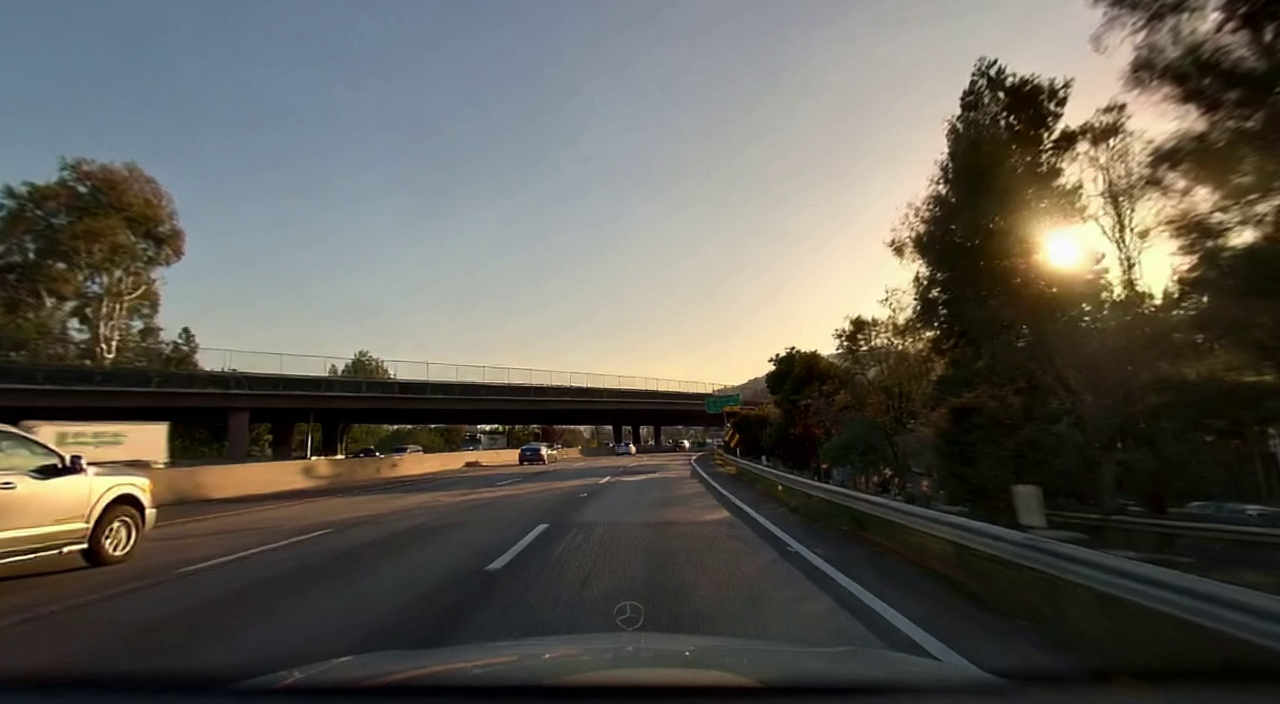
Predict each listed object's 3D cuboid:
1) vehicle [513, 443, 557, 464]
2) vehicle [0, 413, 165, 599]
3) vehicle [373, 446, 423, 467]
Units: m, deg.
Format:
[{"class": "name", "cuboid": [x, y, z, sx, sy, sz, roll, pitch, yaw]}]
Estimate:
[{"class": "vehicle", "cuboid": [-7.826, 7.638, 47.478, 2.038, 1.494, 4.729, -1, -8, 5]}, {"class": "vehicle", "cuboid": [-6.643, 1.285, 4.993, 1.923, 1.630, 4.857, 0, -8, 1]}, {"class": "vehicle", "cuboid": [-18.117, 7.819, 47.321, 1.811, 1.438, 4.073, -1, -8, 5]}]
